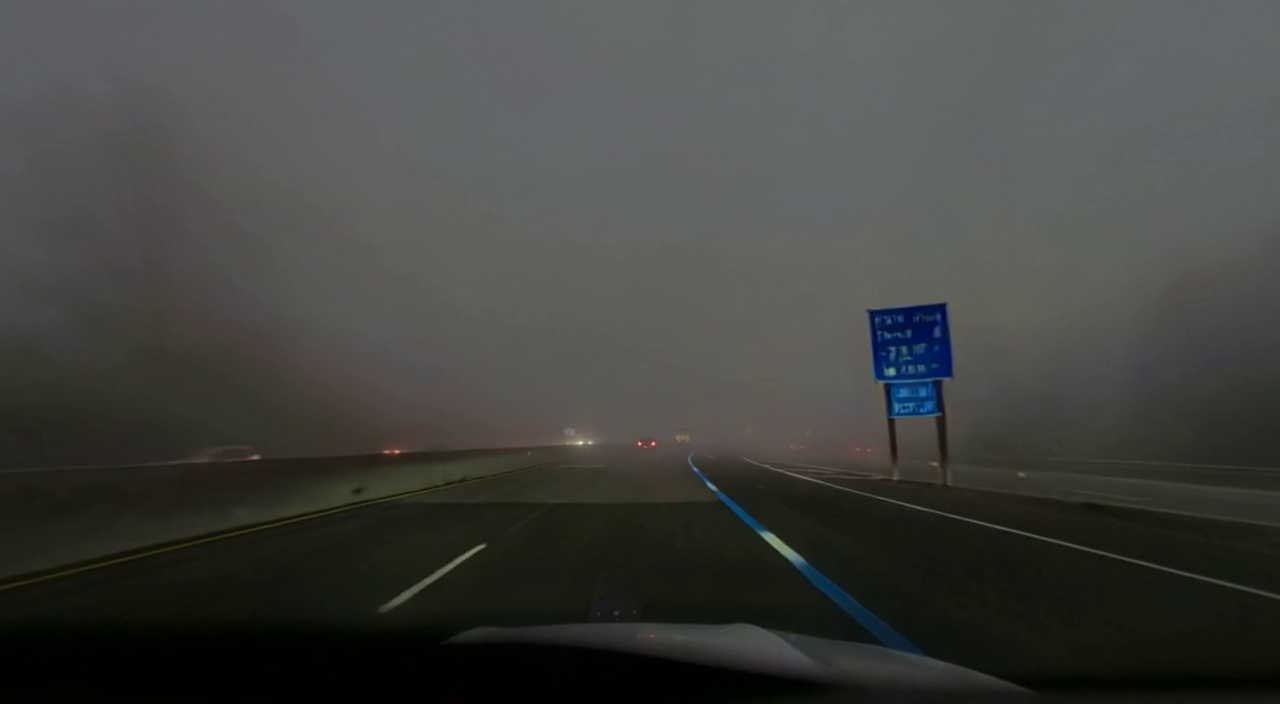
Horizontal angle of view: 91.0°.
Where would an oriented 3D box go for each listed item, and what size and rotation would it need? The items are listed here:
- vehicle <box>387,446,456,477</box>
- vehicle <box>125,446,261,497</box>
[{"bbox_3d":[-11.774,5.896,34.264,1.995,1.532,4.395,-1,-8,3],"label":"vehicle"},{"bbox_3d":[-16.611,4.421,23.712,1.905,1.670,4.244,-1,-8,2],"label":"vehicle"}]
